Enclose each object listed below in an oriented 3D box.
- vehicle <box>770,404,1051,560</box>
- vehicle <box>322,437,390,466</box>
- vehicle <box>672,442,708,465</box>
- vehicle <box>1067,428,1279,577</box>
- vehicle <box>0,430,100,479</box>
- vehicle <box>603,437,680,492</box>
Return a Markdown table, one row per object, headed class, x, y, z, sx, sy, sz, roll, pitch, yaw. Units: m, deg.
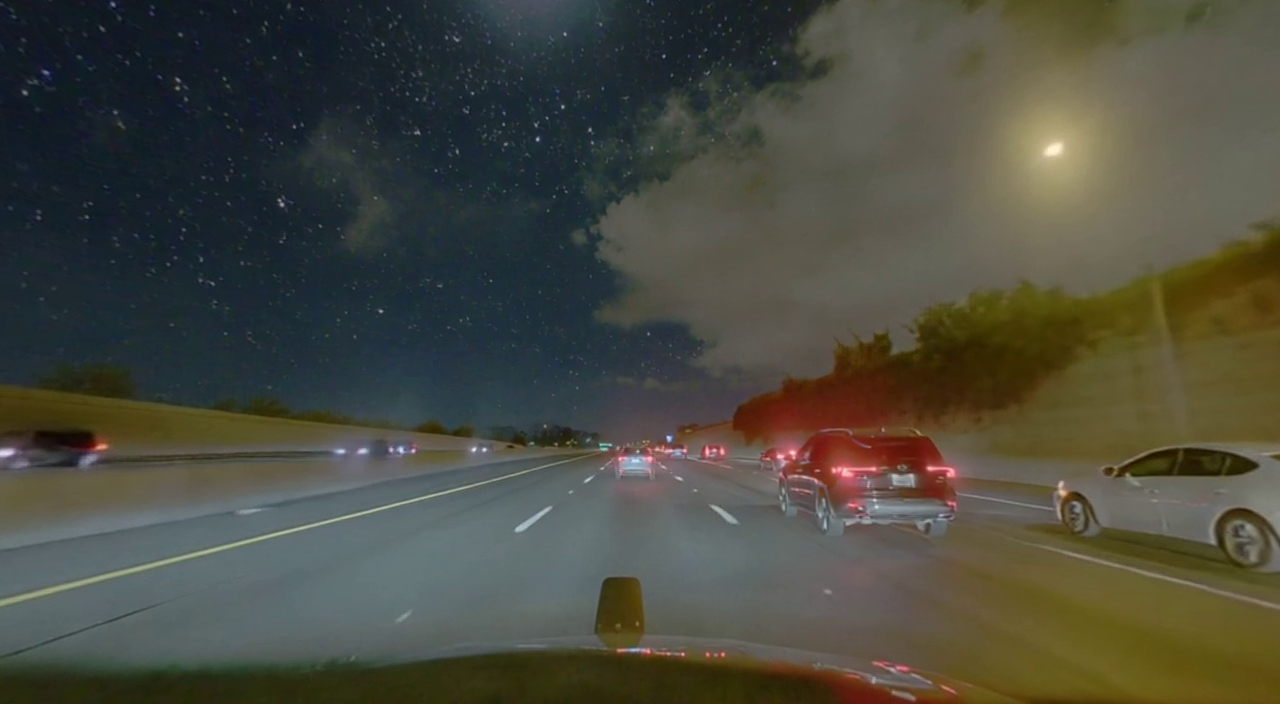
| class | x | y | z | sx | sy | sz | roll | pitch | yaw |
| --- | --- | --- | --- | --- | --- | --- | --- | --- | --- |
| vehicle | 3.636 | 1.856 | 9.753 | 2.162 | 1.800 | 4.693 | 0 | -8 | -1 |
| vehicle | -18.064 | 6.356 | 40.464 | 2.043 | 1.666 | 4.931 | 0 | -9 | 0 |
| vehicle | 3.337 | 6.880 | 42.965 | 1.998 | 1.490 | 4.296 | 0 | -8 | -2 |
| vehicle | 7.307 | 1.621 | 7.138 | 1.872 | 1.469 | 4.414 | 0 | -8 | 0 |
| vehicle | -25.123 | 4.163 | 25.705 | 2.055 | 1.818 | 4.803 | 0 | -9 | -2 |
| vehicle | -0.005 | 3.357 | 19.234 | 2.098 | 1.475 | 3.997 | 0 | -8 | -1 |
